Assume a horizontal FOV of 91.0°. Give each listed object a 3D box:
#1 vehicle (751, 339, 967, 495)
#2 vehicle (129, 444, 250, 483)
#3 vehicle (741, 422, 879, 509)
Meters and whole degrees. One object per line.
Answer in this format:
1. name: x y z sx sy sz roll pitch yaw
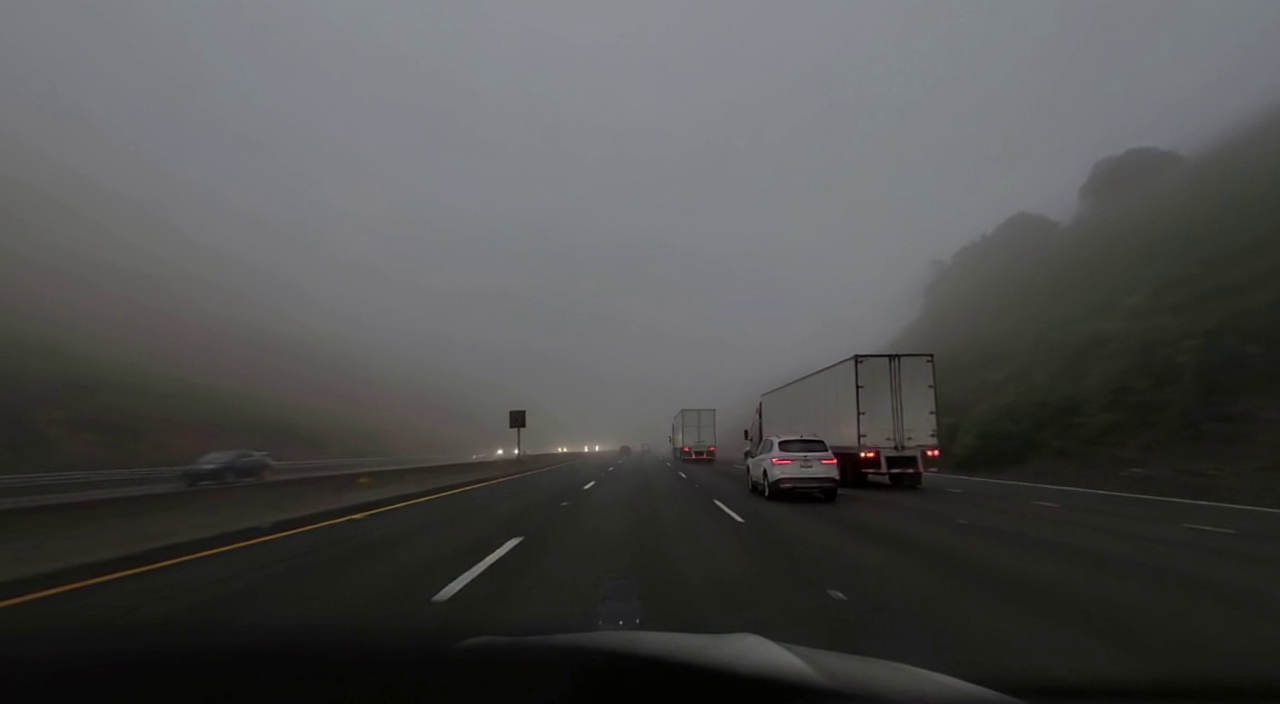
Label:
1. vehicle: 7.299 2.925 25.051 2.947 4.199 16.175 0 -9 0
2. vehicle: -20.017 4.929 28.270 1.957 1.587 4.595 0 -9 1
3. vehicle: 3.787 2.628 14.929 2.055 1.737 4.224 0 -9 0
